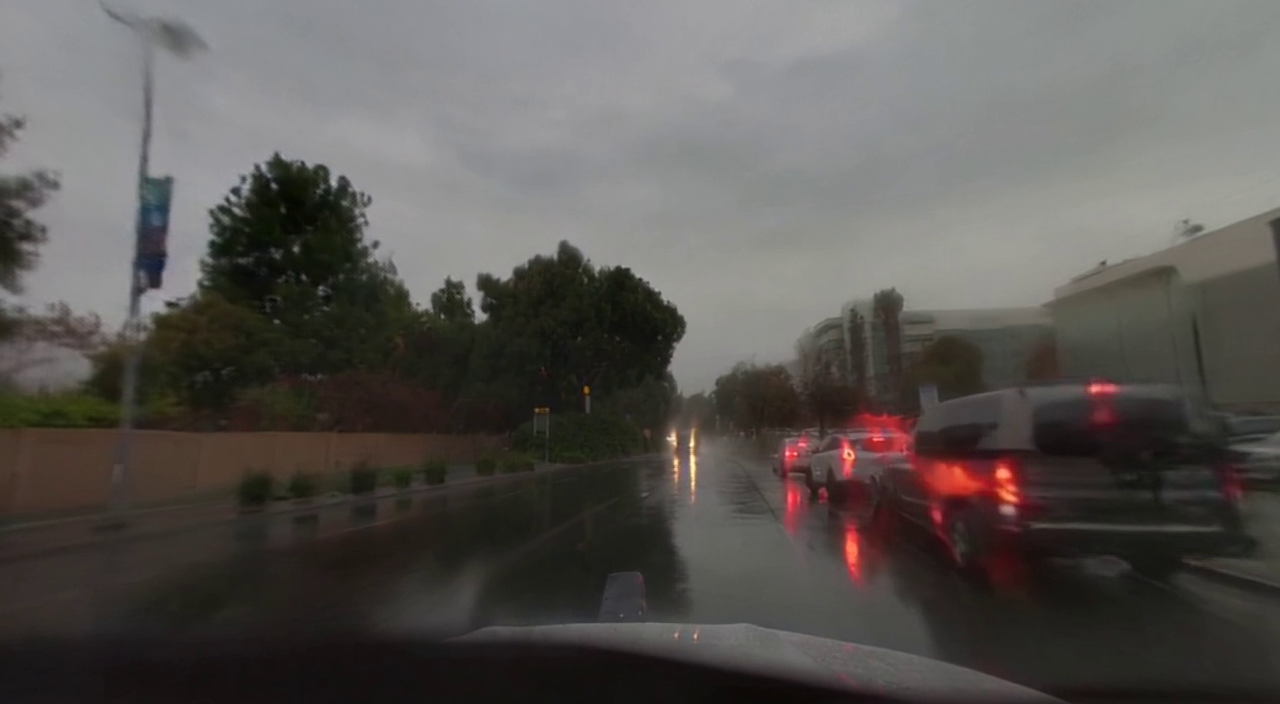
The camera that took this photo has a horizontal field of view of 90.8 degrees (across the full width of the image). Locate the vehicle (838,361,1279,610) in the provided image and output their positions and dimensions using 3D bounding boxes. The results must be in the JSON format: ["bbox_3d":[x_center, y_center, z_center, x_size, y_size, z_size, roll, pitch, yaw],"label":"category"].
[{"bbox_3d":[4.499,1.536,8.389,2.291,1.981,6.444,-1,-8,6],"label":"vehicle"}]
